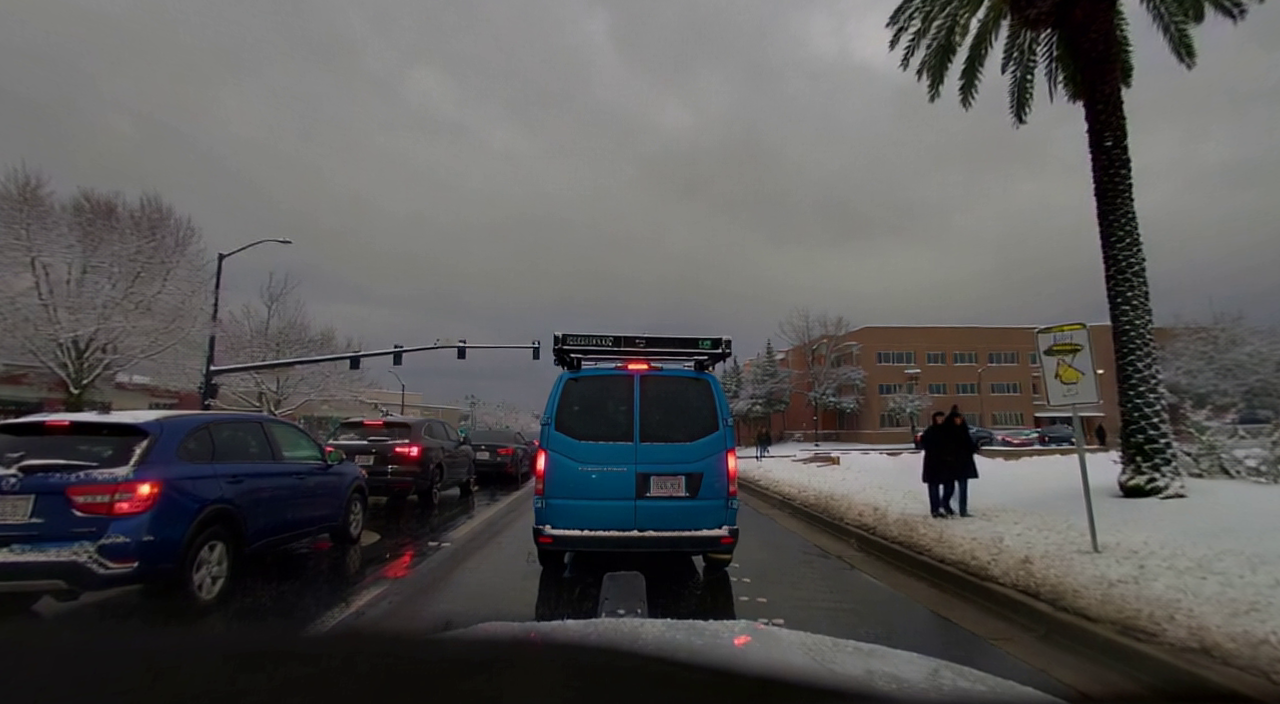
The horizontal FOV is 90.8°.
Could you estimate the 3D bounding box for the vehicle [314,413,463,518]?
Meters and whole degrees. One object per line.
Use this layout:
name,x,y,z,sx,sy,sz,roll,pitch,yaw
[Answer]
vehicle,-5.210,2.413,13.887,2.089,1.854,5.022,2,-9,-11

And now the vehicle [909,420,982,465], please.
vehicle,12.643,3.755,26.044,2.046,1.675,3.924,-6,-10,33

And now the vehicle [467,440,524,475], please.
vehicle,-6.842,4.886,29.561,1.818,1.479,4.428,4,-9,-22

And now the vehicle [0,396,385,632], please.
vehicle,-4.399,1.468,6.671,1.986,1.643,4.315,1,-9,-6

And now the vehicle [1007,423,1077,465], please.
vehicle,15.786,3.616,24.713,2.048,1.475,3.972,-6,-10,34

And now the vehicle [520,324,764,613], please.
vehicle,-0.201,1.214,7.162,1.902,2.238,4.263,1,-9,-6
